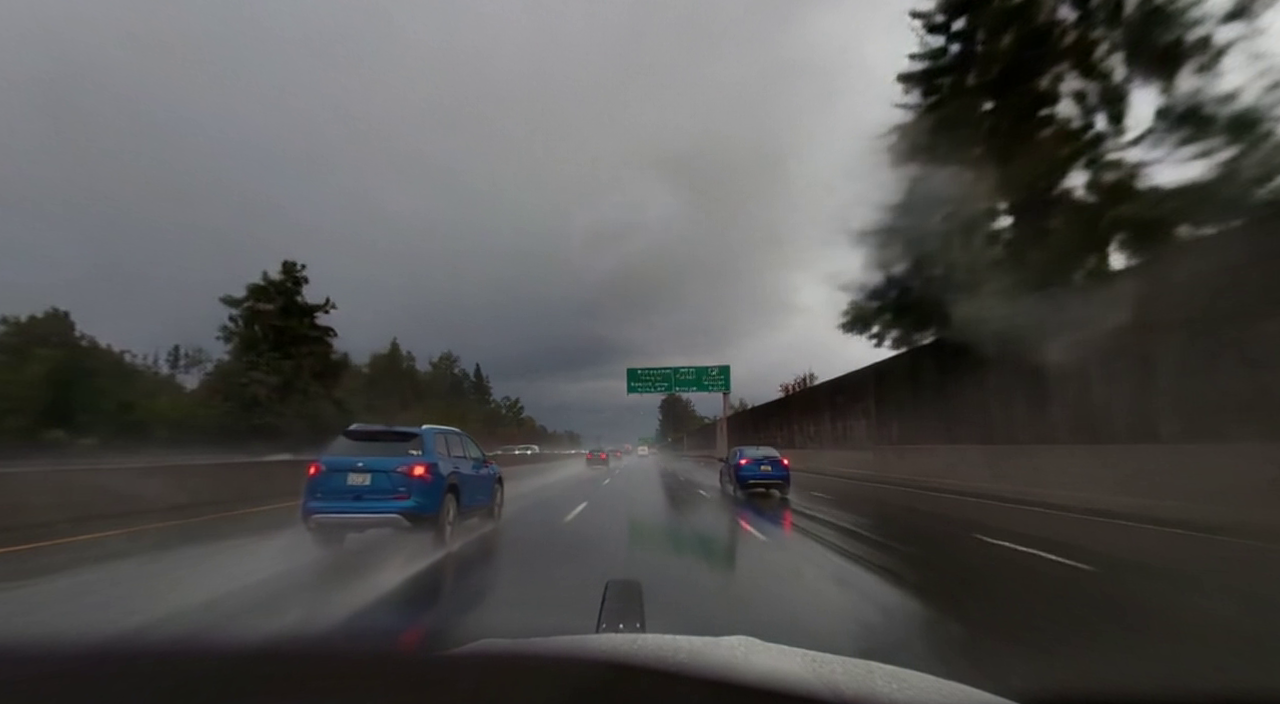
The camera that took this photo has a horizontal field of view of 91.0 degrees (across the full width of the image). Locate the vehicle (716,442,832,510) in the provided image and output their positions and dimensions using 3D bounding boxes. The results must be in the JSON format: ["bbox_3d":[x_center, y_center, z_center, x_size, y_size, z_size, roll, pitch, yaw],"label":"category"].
[{"bbox_3d":[3.228,3.071,16.071,1.979,1.486,4.125,0,-9,-1],"label":"vehicle"}]

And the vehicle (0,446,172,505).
[{"bbox_3d":[-18.134,3.951,20.650,2.015,1.696,4.544,0,-9,0],"label":"vehicle"}]

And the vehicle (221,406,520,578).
[{"bbox_3d":[-3.204,1.779,8.784,2.137,1.756,4.453,0,-9,1],"label":"vehicle"}]
